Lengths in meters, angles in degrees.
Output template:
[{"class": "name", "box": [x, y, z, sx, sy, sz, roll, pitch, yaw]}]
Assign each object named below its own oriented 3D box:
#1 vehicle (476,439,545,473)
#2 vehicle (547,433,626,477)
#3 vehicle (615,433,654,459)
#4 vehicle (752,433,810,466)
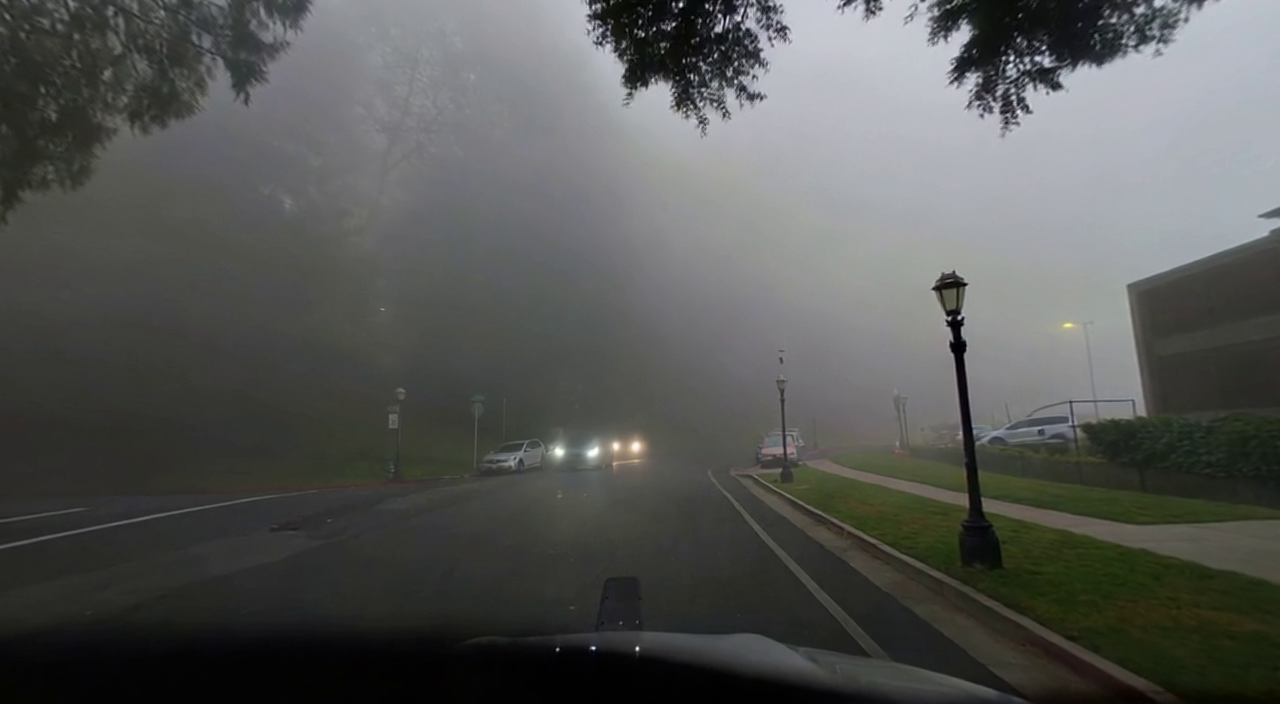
[{"class": "vehicle", "box": [-6.038, 4.924, 30.002, 1.968, 1.443, 4.358, -1, -9, 6]}, {"class": "vehicle", "box": [-1.930, 3.944, 24.414, 2.056, 1.508, 4.596, -1, -9, 8]}, {"class": "vehicle", "box": [-0.291, 6.426, 43.041, 2.110, 1.651, 4.410, -1, -9, 7]}, {"class": "vehicle", "box": [6.724, 4.675, 30.599, 1.918, 1.461, 4.419, 0, -8, 1]}]
